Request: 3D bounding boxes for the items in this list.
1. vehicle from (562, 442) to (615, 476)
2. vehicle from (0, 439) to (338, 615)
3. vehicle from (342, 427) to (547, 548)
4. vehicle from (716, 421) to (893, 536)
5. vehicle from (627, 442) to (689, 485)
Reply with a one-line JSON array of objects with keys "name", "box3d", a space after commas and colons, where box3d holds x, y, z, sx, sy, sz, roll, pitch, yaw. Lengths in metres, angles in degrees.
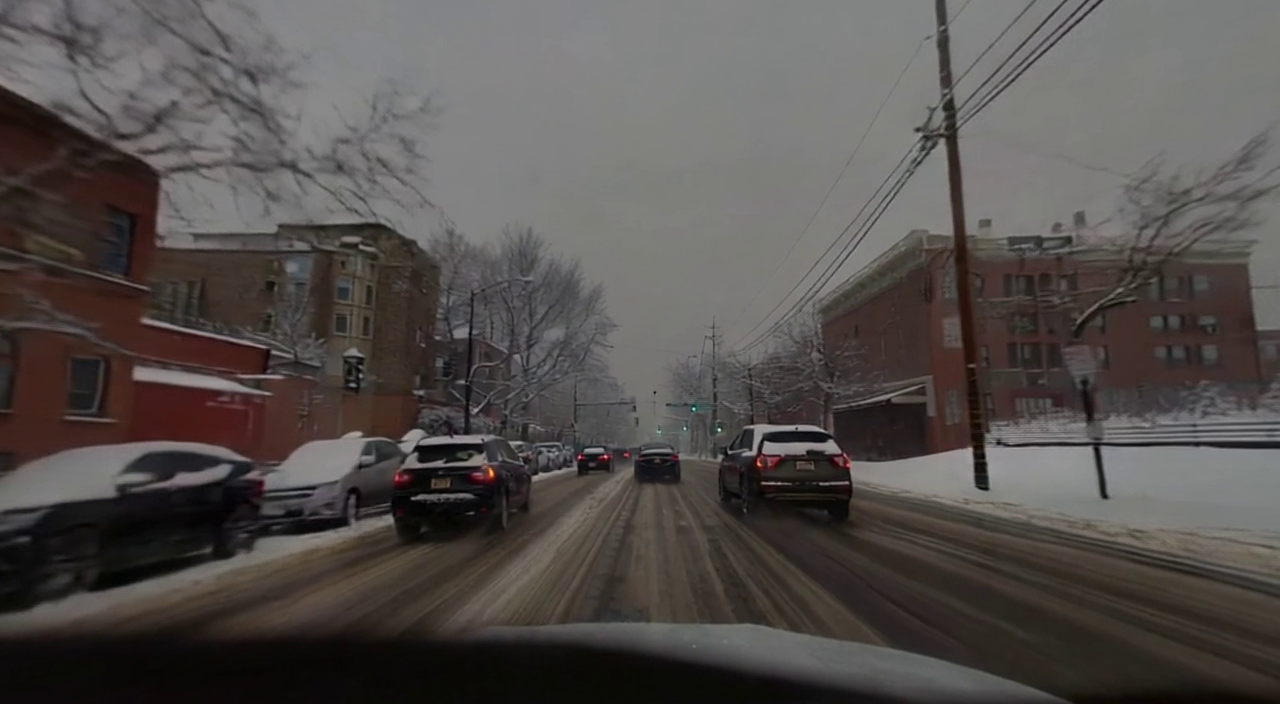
[{"name": "vehicle", "box3d": [-2.383, 5.113, 30.438, 2.019, 1.507, 4.643, -1, -8, 2]}, {"name": "vehicle", "box3d": [-5.821, 1.843, 7.736, 1.886, 1.494, 4.496, -1, -8, 2]}, {"name": "vehicle", "box3d": [-2.968, 2.143, 10.641, 2.085, 1.619, 3.976, -1, -8, 1]}, {"name": "vehicle", "box3d": [2.749, 2.226, 11.747, 2.094, 1.709, 4.394, 0, -8, 0]}, {"name": "vehicle", "box3d": [0.657, 4.186, 24.138, 2.139, 1.466, 4.373, 0, -8, 1]}]
